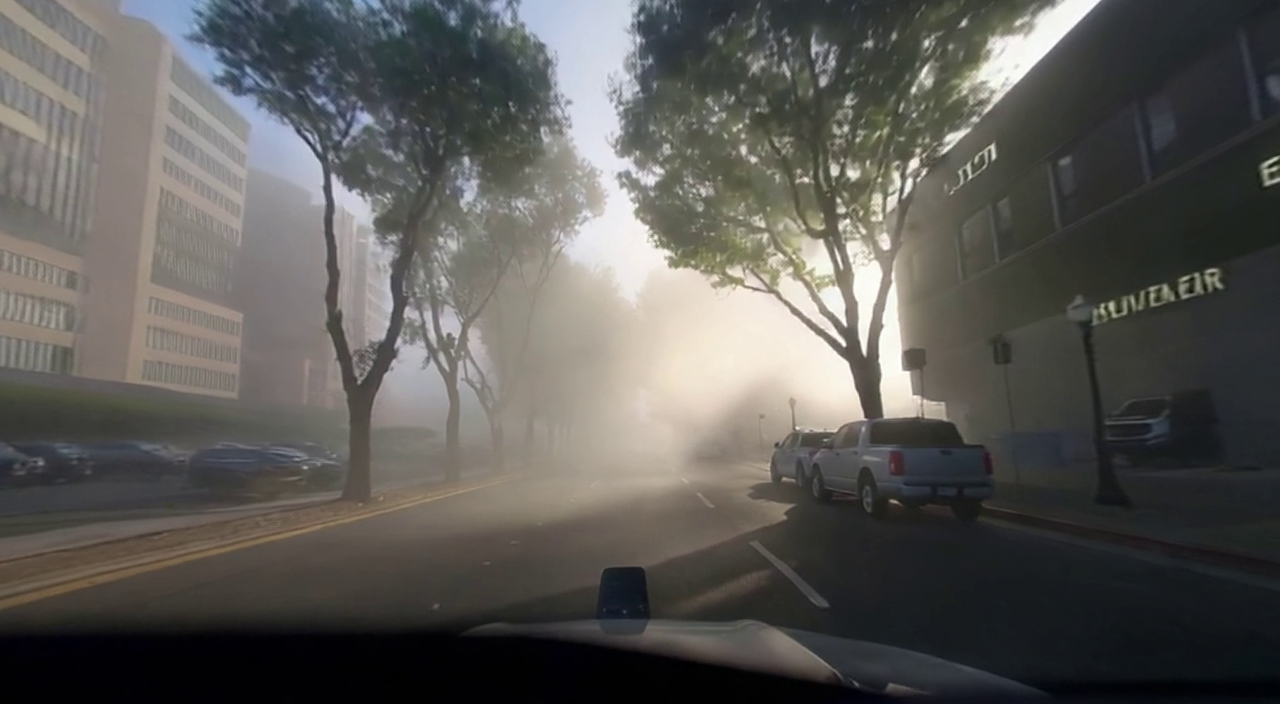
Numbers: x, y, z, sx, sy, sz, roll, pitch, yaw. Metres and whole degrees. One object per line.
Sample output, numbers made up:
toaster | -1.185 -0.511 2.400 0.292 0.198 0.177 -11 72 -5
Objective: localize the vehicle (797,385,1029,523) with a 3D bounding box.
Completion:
vehicle | 5.783 2.341 14.727 2.596 2.509 6.178 0 -9 0

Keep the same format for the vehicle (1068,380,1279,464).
vehicle | 19.074 2.678 23.152 2.341 2.648 6.024 1 -8 -1

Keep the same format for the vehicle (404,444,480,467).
vehicle | -14.532 7.660 46.612 4.954 1.614 2.227 0 -9 -5

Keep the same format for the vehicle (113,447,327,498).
vehicle | -13.064 3.763 19.880 5.269 1.491 2.133 -1 -9 2

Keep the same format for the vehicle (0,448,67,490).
vehicle | -25.545 4.645 25.254 1.982 1.565 4.910 3 -9 -19
